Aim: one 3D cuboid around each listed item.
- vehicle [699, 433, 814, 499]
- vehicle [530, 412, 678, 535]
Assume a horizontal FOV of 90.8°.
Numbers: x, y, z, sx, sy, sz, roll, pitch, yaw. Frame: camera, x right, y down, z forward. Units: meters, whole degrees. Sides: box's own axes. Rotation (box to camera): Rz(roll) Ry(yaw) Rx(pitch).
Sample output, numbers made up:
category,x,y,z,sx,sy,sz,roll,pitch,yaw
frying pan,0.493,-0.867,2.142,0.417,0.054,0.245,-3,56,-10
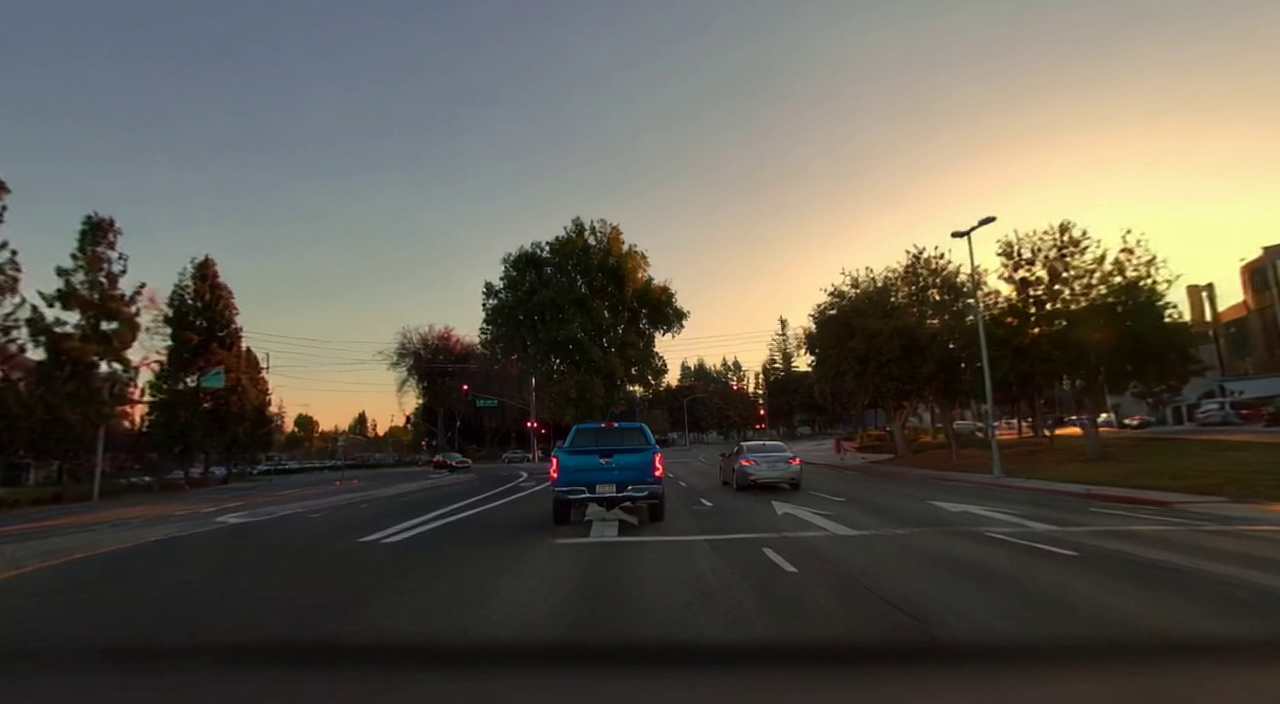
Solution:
category,x,y,z,sx,sy,sz,roll,pitch,yaw
vehicle,2.866,2.930,16.659,2.073,1.484,4.437,0,-8,-1
vehicle,-0.531,2.112,11.608,2.145,1.762,4.731,0,-8,0
